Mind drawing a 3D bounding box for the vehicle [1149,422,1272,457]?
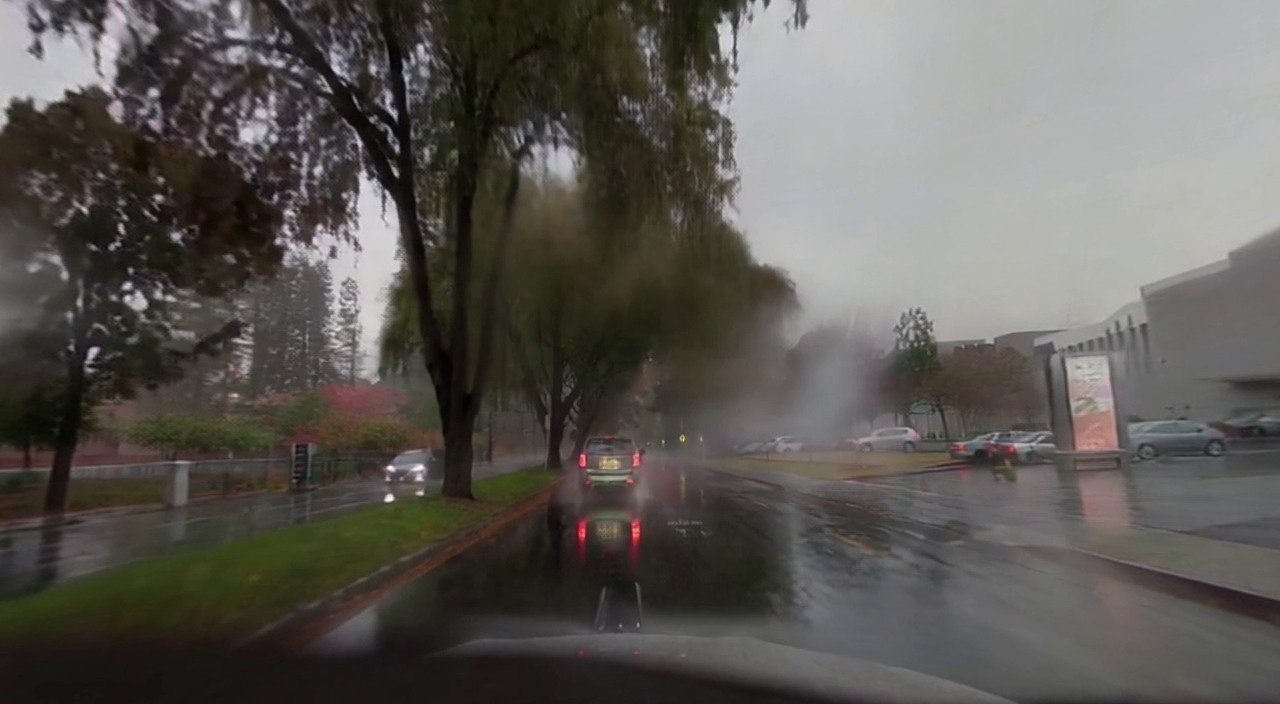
[{"bbox_3d":[25.492,3.975,28.449,1.816,1.452,3.934,0,-8,0],"label":"vehicle"}]

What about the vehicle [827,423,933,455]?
[{"bbox_3d":[12.945,4.740,34.346,4.788,1.625,2.319,0,-8,-3],"label":"vehicle"}]

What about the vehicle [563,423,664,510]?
[{"bbox_3d":[-0.618,2.874,16.428,2.157,1.816,5.804,0,-8,-1],"label":"vehicle"}]

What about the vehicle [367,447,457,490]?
[{"bbox_3d":[-8.958,4.587,25.292,2.027,1.493,4.707,0,-8,-2],"label":"vehicle"}]

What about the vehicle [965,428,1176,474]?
[{"bbox_3d":[14.280,3.319,21.274,5.344,1.440,2.318,0,-9,2],"label":"vehicle"}]

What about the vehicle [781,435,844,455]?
[{"bbox_3d":[12.783,6.947,47.041,4.090,1.433,1.983,0,-8,1],"label":"vehicle"}]
